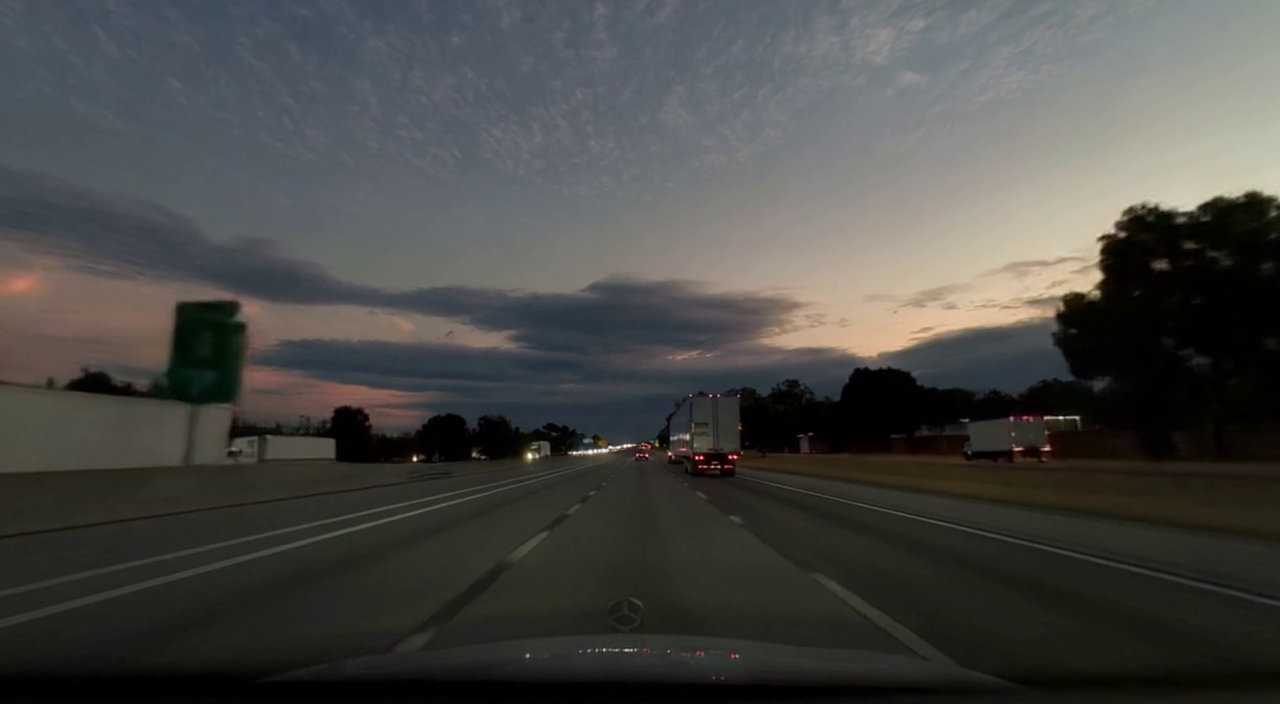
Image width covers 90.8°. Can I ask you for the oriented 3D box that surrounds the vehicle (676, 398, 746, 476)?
[{"bbox_3d":[4.329,5.686,41.388,3.058,4.312,12.251,0,-9,0],"label":"vehicle"}]

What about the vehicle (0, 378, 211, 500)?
[{"bbox_3d":[-20.529,2.883,20.744,3.568,3.525,13.475,0,-9,-1],"label":"vehicle"}]
